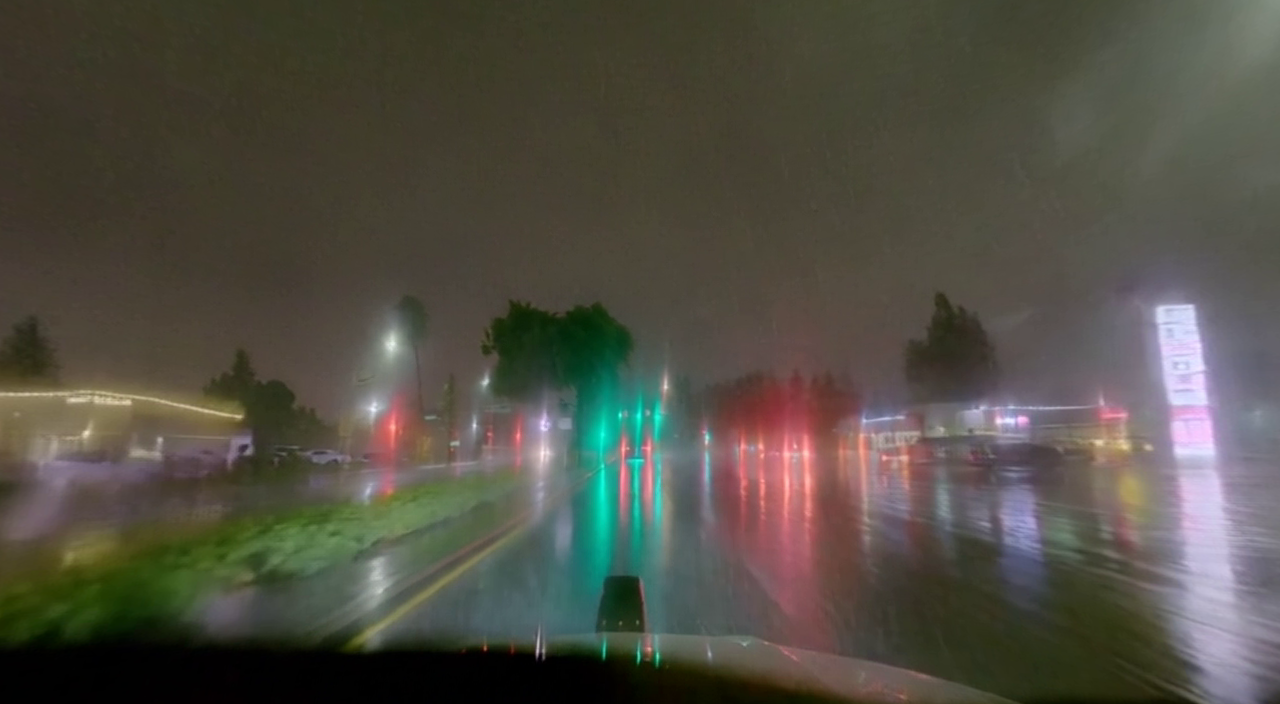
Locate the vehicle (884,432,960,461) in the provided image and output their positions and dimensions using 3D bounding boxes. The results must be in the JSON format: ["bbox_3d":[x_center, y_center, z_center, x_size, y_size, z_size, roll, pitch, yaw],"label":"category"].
[{"bbox_3d":[18.685,6.318,42.242,2.253,1.771,5.722,0,-8,-2],"label":"vehicle"}]

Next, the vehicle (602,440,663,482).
[{"bbox_3d":[-0.306,4.188,24.613,2.185,1.473,3.925,0,-8,-1],"label":"vehicle"}]

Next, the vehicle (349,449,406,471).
[{"bbox_3d":[-19.456,8.036,47.107,2.083,1.481,5.103,0,-8,0],"label":"vehicle"}]

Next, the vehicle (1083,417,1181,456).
[{"bbox_3d":[32.795,5.700,42.339,2.209,2.346,5.394,-2,-8,2],"label":"vehicle"}]

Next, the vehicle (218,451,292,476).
[{"bbox_3d":[-24.780,7.177,40.889,1.893,1.451,4.809,0,-8,-1],"label":"vehicle"}]

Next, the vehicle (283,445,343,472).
[{"bbox_3d":[-24.330,7.911,47.230,1.985,1.821,4.774,0,-8,0],"label":"vehicle"}]

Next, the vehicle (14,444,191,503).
[{"bbox_3d":[-19.281,4.307,23.084,2.129,1.794,4.967,-2,-8,-1],"label":"vehicle"}]

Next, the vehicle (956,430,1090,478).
[{"bbox_3d":[15.900,4.274,26.687,2.377,1.783,5.145,0,-8,-1],"label":"vehicle"}]

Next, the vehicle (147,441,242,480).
[{"bbox_3d":[-24.735,6.001,35.324,2.003,1.958,4.810,0,-8,-3],"label":"vehicle"}]
